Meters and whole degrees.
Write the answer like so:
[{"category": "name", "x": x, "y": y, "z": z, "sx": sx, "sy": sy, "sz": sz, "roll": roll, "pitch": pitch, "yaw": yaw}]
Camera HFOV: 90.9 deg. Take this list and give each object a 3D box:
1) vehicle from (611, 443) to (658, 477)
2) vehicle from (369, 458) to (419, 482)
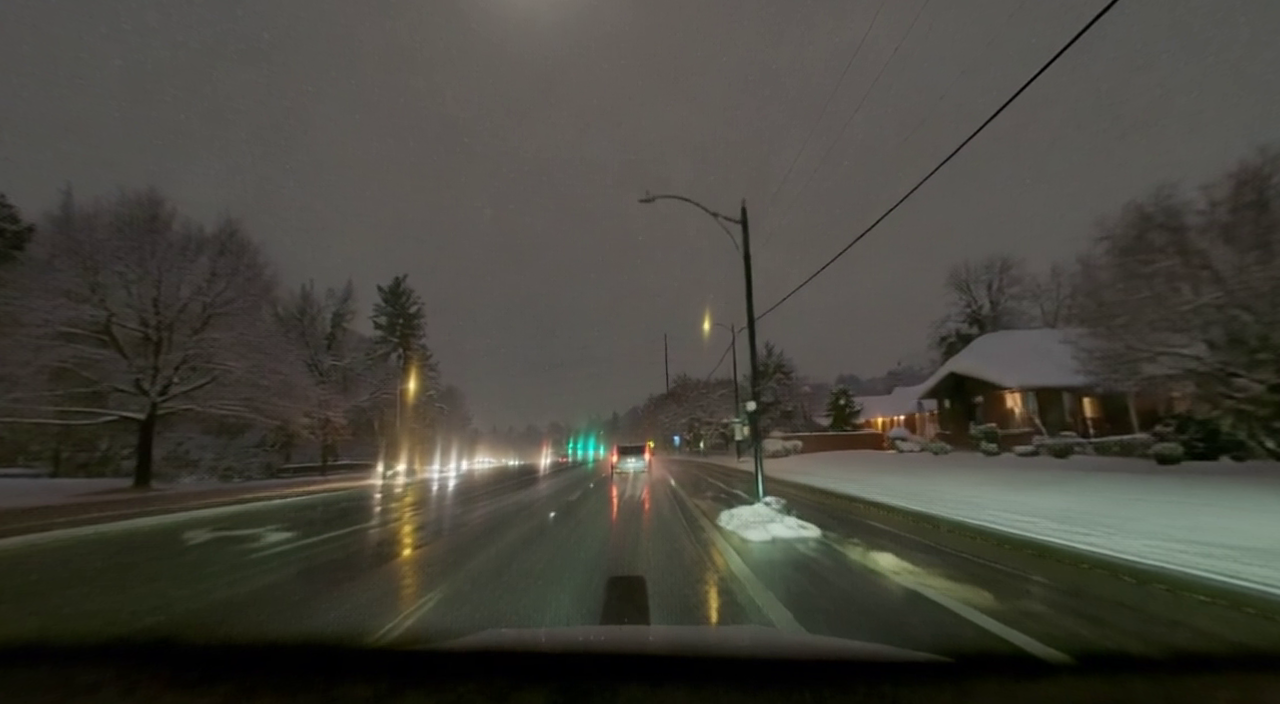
[{"category": "vehicle", "x": -0.224, "y": 4.947, "z": 29.082, "sx": 2.009, "sy": 1.456, "sz": 4.003, "roll": 0, "pitch": -8, "yaw": 1}, {"category": "vehicle", "x": -17.220, "y": 8.255, "z": 44.327, "sx": 1.824, "sy": 1.471, "sz": 4.117, "roll": 0, "pitch": -8, "yaw": 0}]
